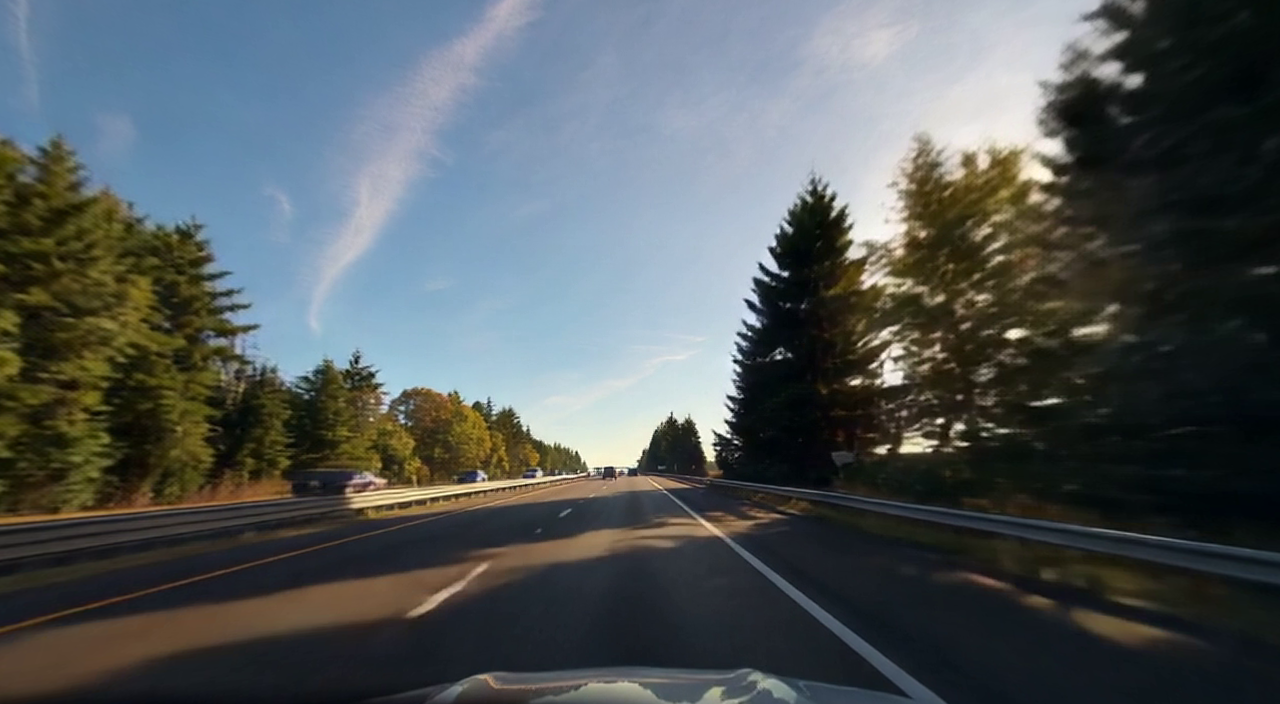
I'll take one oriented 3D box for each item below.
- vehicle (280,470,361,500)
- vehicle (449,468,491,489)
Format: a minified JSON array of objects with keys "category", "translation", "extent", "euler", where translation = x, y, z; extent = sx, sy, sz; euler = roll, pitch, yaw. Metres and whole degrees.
[{"category":"vehicle","translation":[-16.870,7.045,33.564],"extent":[1.948,1.465,4.583],"euler":[1,-11,0]},{"category":"vehicle","translation":[-12.820,9.571,47.812],"extent":[1.932,1.473,4.509],"euler":[1,-11,0]}]
